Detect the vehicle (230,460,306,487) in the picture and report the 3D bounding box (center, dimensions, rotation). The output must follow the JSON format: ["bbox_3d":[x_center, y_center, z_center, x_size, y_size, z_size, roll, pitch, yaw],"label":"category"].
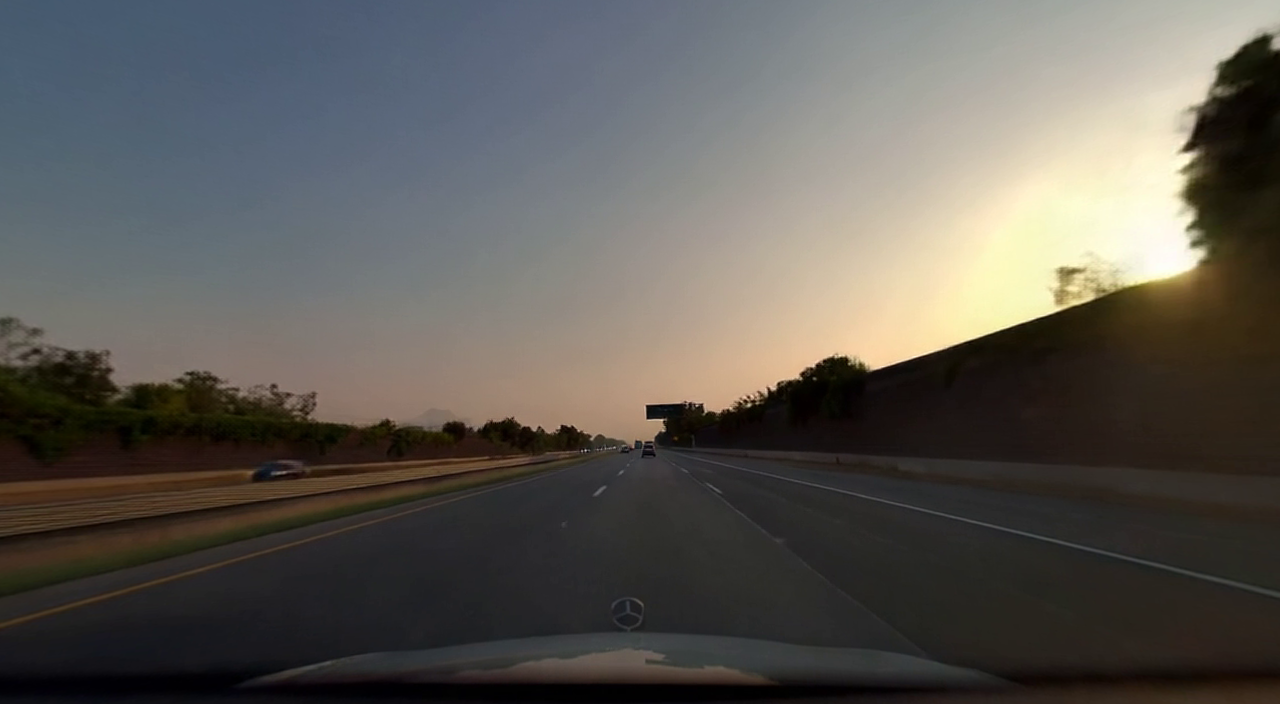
[{"bbox_3d":[-23.744,7.737,40.503,1.918,1.462,4.722,-1,-8,2],"label":"vehicle"}]
